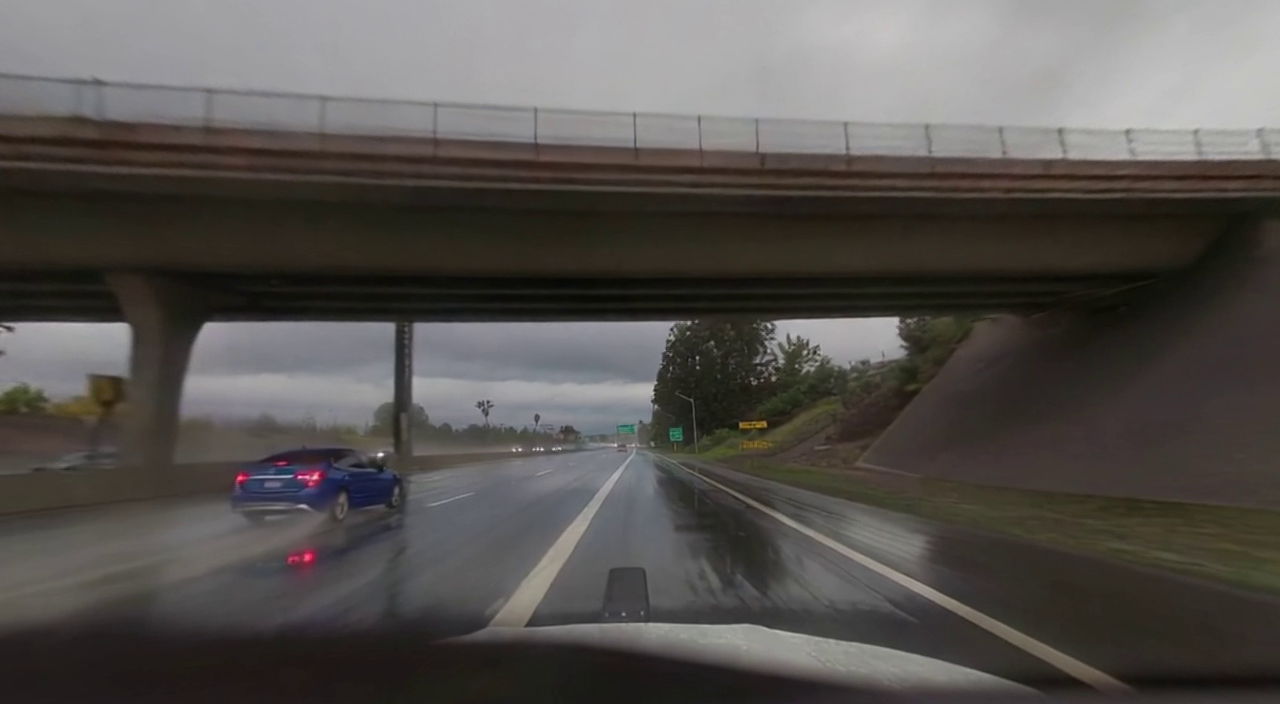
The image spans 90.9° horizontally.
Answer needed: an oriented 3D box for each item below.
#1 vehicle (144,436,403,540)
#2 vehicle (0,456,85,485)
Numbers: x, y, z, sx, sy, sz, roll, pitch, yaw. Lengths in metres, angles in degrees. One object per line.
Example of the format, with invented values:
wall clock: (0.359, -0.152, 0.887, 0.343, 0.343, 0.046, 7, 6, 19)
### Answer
vehicle: (-6.445, 2.397, 11.927, 2.105, 1.551, 4.602, 0, -8, 0)
vehicle: (-35.021, 6.809, 36.554, 1.809, 1.471, 4.289, 0, -8, -1)
